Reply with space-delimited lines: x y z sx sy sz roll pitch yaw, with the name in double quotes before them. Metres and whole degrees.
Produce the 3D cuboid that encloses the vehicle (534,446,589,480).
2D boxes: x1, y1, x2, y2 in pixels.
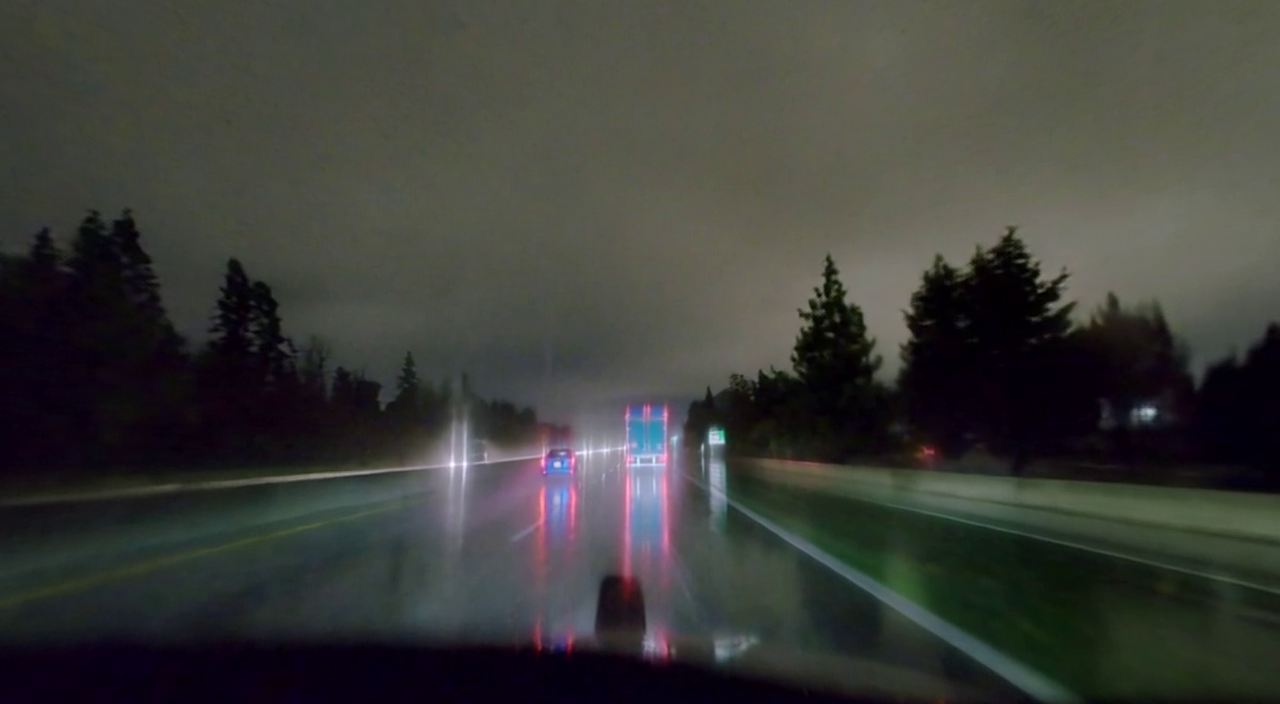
"vehicle" -3.512 5.040 28.867 1.955 1.438 4.100 -1 -9 1
